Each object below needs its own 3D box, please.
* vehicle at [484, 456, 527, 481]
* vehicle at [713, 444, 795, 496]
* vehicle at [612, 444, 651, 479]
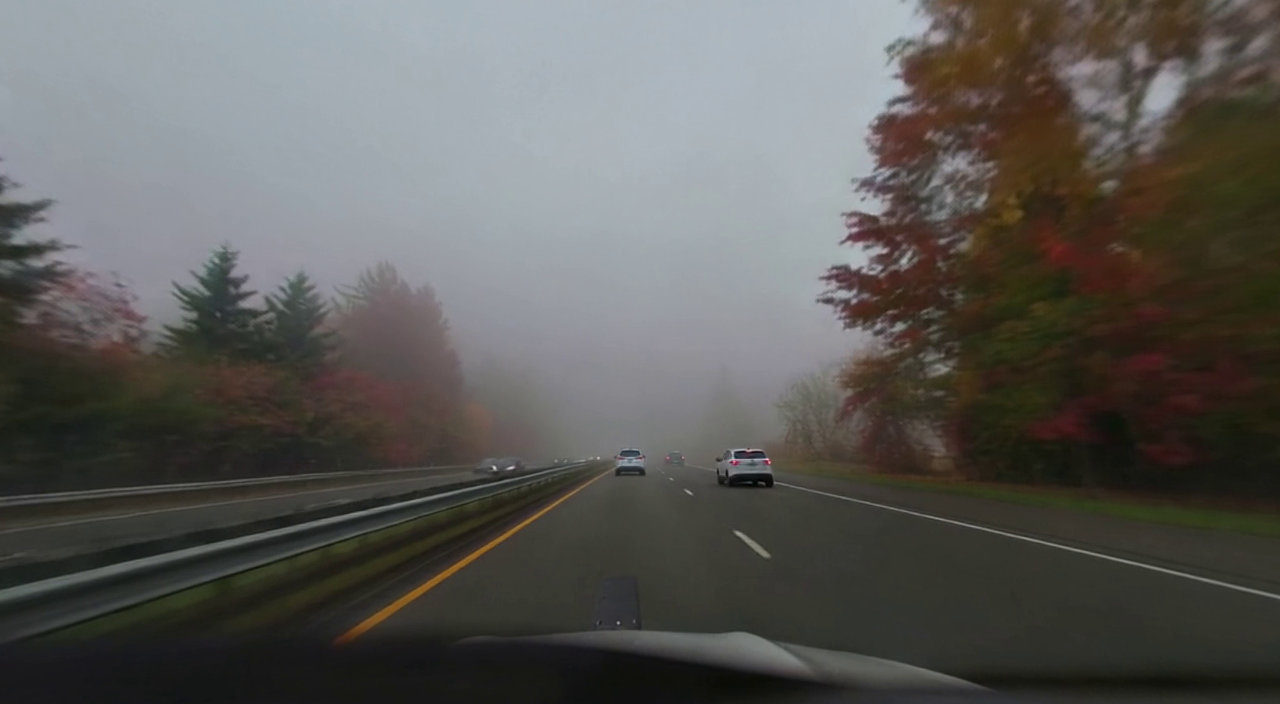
[{"bbox_3d":[-9.309,8.107,43.858,1.935,1.532,4.629,-1,-9,1],"label":"vehicle"},{"bbox_3d":[3.623,3.824,20.724,1.843,1.505,4.339,0,-9,-1],"label":"vehicle"},{"bbox_3d":[-0.427,5.783,33.280,1.937,1.699,3.936,-1,-9,0],"label":"vehicle"}]
